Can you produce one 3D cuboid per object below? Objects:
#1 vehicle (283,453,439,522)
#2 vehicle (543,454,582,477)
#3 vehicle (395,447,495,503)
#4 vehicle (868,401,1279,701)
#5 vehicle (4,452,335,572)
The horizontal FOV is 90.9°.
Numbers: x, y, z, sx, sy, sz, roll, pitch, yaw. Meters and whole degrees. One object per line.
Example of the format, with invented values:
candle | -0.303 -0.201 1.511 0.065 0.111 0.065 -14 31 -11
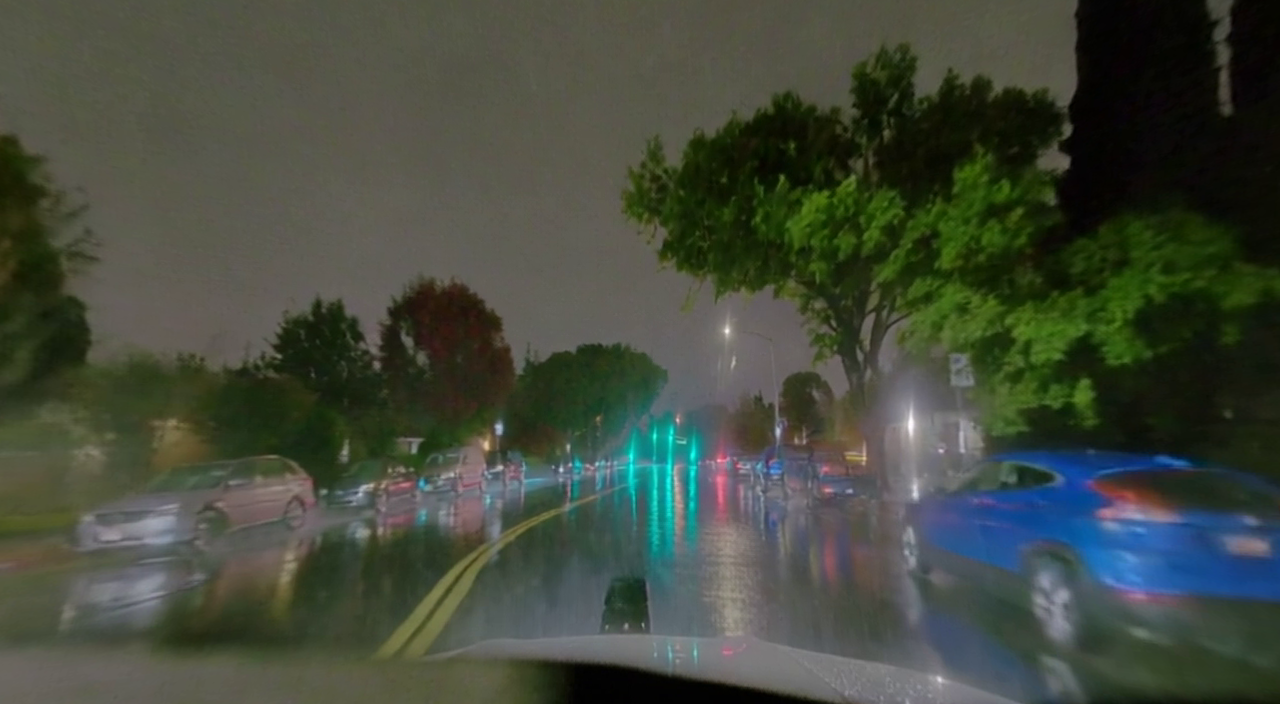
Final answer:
vehicle | -7.132 3.467 16.742 1.948 1.477 4.518 -2 -9 2
vehicle | -5.433 8.006 44.658 1.903 1.463 4.526 -2 -8 4
vehicle | -6.814 4.315 22.651 1.973 1.755 4.528 -1 -8 3
vehicle | 4.113 1.524 6.137 2.216 1.779 4.630 0 -8 2
vehicle | -7.361 2.493 10.704 1.963 1.470 4.671 -2 -9 1
